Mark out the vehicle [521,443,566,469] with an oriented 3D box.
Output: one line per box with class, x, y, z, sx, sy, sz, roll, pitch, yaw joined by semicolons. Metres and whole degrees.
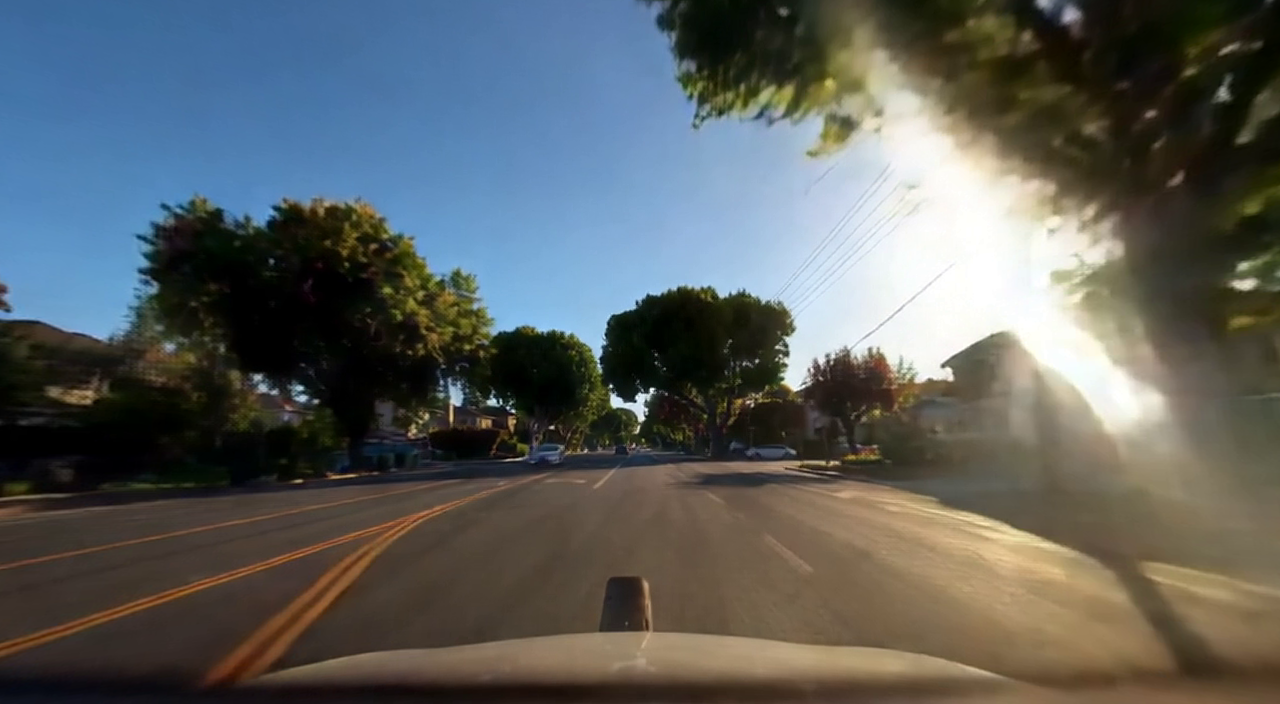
vehicle;-6.253;6.794;41.518;2.163;1.588;4.509;-1;-8;1
